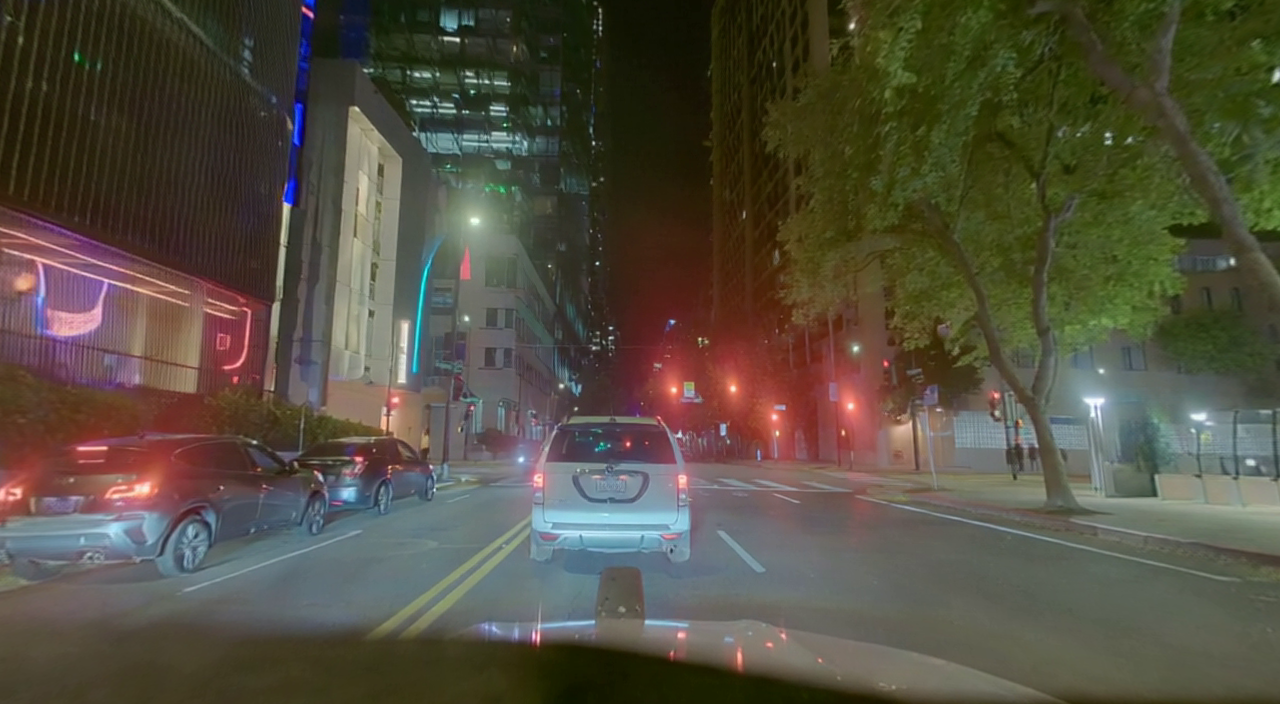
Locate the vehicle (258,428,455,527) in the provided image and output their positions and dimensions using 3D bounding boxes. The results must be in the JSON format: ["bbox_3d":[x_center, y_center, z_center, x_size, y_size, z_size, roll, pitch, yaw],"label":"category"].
[{"bbox_3d":[-5.875,2.648,13.955,2.077,1.791,4.751,0,-9,1],"label":"vehicle"}]

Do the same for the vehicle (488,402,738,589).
[{"bbox_3d":[-0.230,1.598,7.775,2.258,1.687,3.934,0,-9,0],"label":"vehicle"}]

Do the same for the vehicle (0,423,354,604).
[{"bbox_3d":[-5.744,1.859,8.273,1.904,1.684,4.529,0,-9,-1],"label":"vehicle"}]
